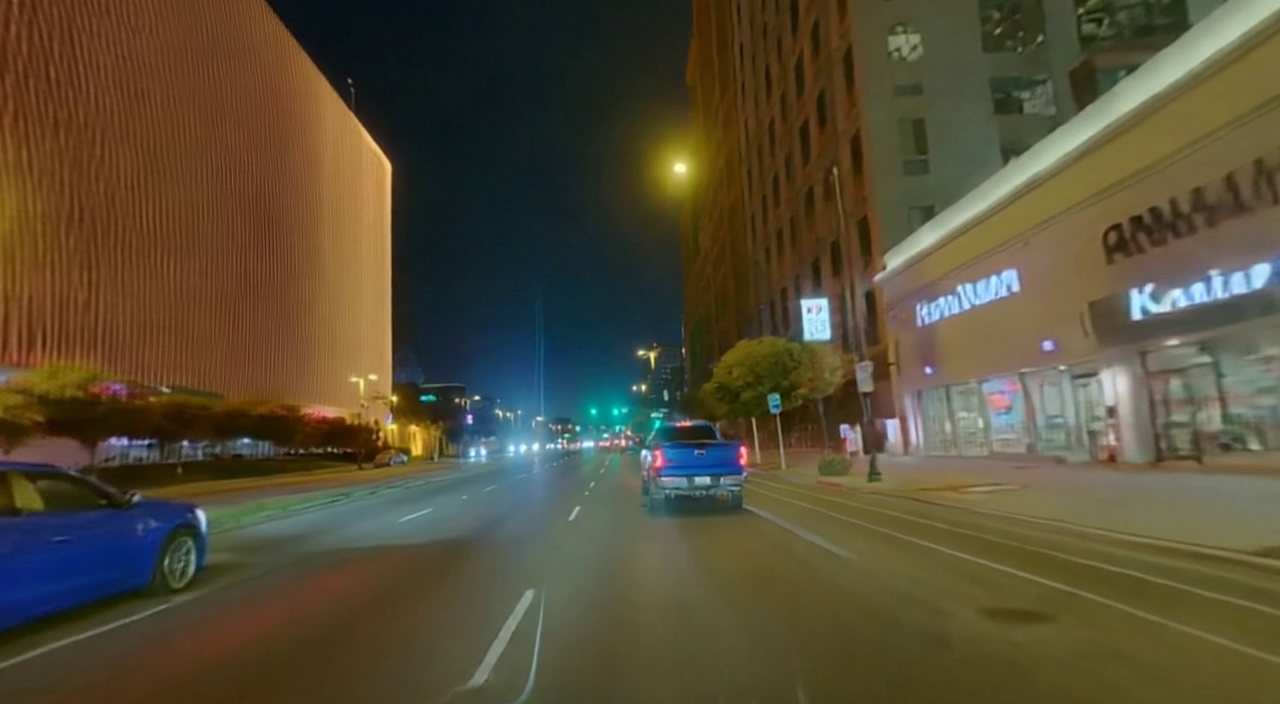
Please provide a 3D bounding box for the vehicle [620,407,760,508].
[{"bbox_3d":[0.884,2.462,15.204,2.590,1.932,5.776,0,-8,-3],"label":"vehicle"}]

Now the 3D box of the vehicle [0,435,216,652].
[{"bbox_3d":[-5.198,1.254,4.023,1.888,1.424,4.553,0,-8,-1],"label":"vehicle"}]
